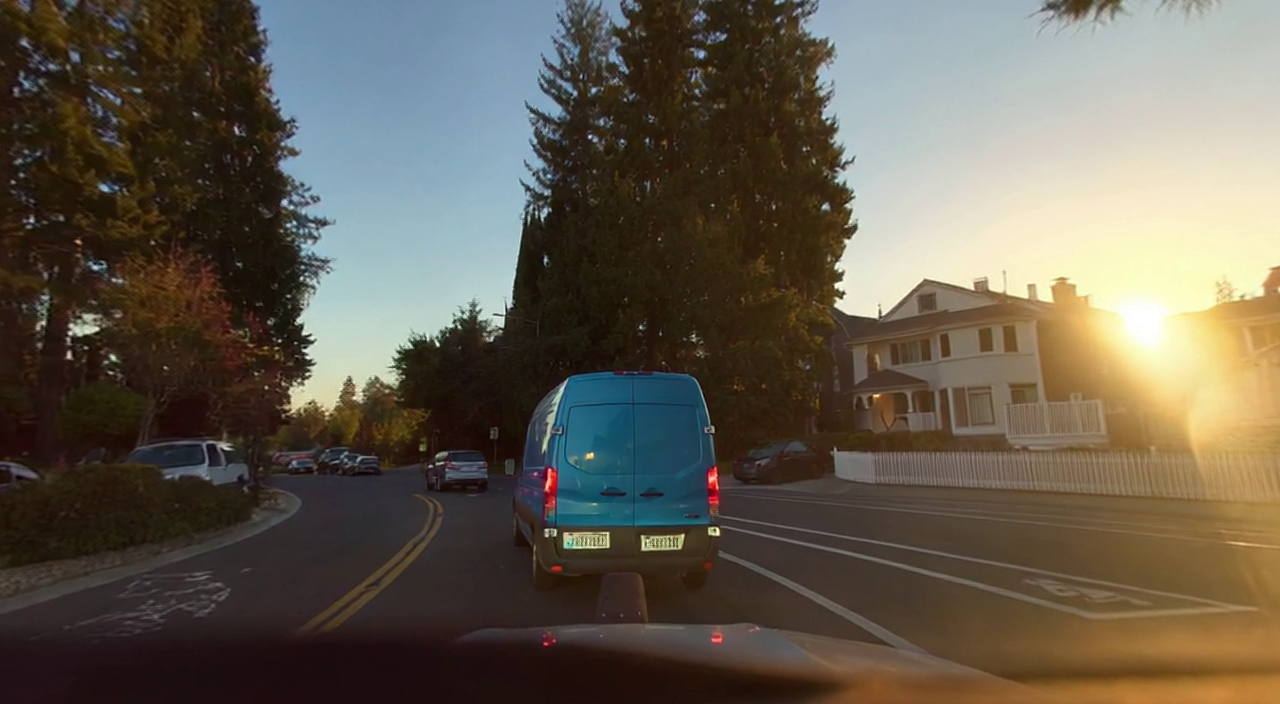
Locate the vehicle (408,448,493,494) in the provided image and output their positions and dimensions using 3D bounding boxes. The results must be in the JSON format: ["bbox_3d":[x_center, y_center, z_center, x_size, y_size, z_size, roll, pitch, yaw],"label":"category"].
[{"bbox_3d":[-6.903,4.181,22.716,2.008,1.445,4.386,4,-10,-28],"label":"vehicle"}]

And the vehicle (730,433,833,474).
[{"bbox_3d":[6.614,4.675,29.395,4.559,1.754,1.985,5,-10,-32],"label":"vehicle"}]

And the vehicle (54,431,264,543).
[{"bbox_3d":[-9.953,2.734,13.736,2.228,1.871,5.492,3,-9,-23],"label":"vehicle"}]

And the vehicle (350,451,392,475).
[{"bbox_3d":[-18.742,7.680,43.878,1.911,1.493,4.291,5,-10,-32],"label":"vehicle"}]

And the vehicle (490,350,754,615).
[{"bbox_3d":[-0.646,1.416,7.713,2.213,2.124,4.809,2,-9,-13],"label":"vehicle"}]
